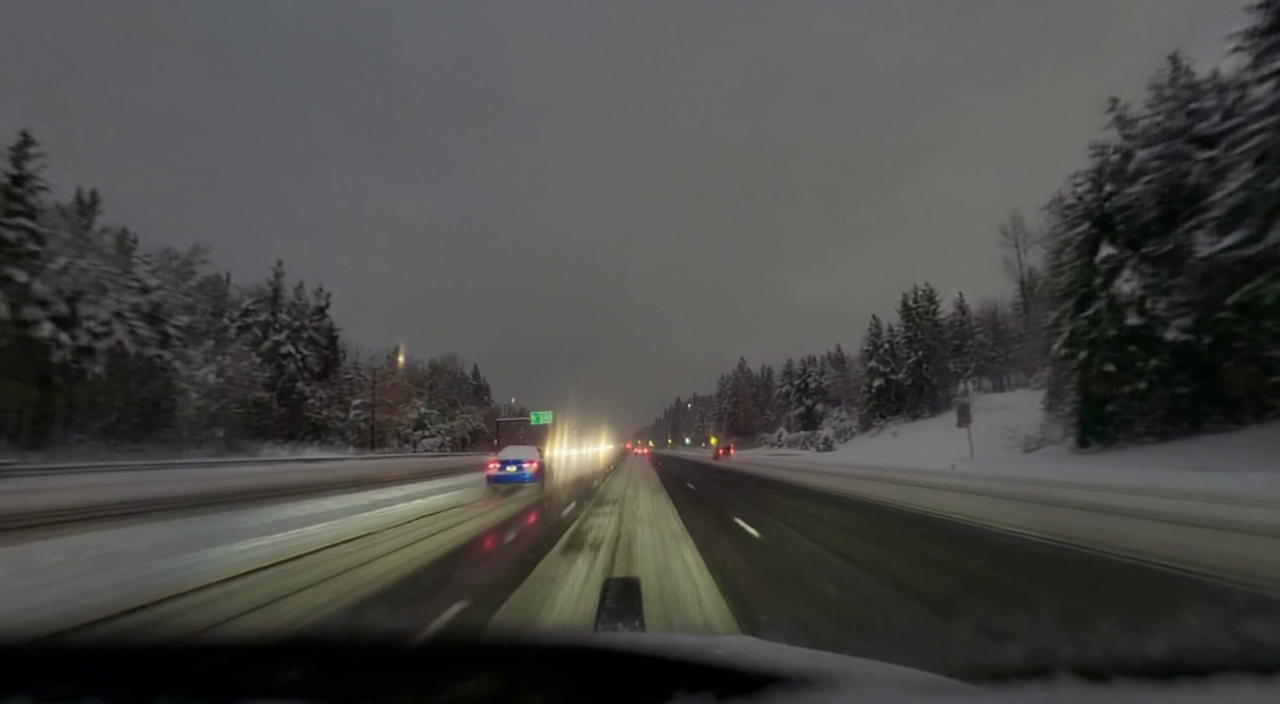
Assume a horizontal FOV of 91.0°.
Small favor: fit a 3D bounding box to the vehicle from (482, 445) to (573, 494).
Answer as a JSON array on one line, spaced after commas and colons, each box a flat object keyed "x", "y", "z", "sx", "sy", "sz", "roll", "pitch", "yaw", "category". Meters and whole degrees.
[{"x": -3.702, "y": 3.963, "z": 21.588, "sx": 2.162, "sy": 1.493, "sz": 4.583, "roll": 0, "pitch": -9, "yaw": 1, "category": "vehicle"}]
